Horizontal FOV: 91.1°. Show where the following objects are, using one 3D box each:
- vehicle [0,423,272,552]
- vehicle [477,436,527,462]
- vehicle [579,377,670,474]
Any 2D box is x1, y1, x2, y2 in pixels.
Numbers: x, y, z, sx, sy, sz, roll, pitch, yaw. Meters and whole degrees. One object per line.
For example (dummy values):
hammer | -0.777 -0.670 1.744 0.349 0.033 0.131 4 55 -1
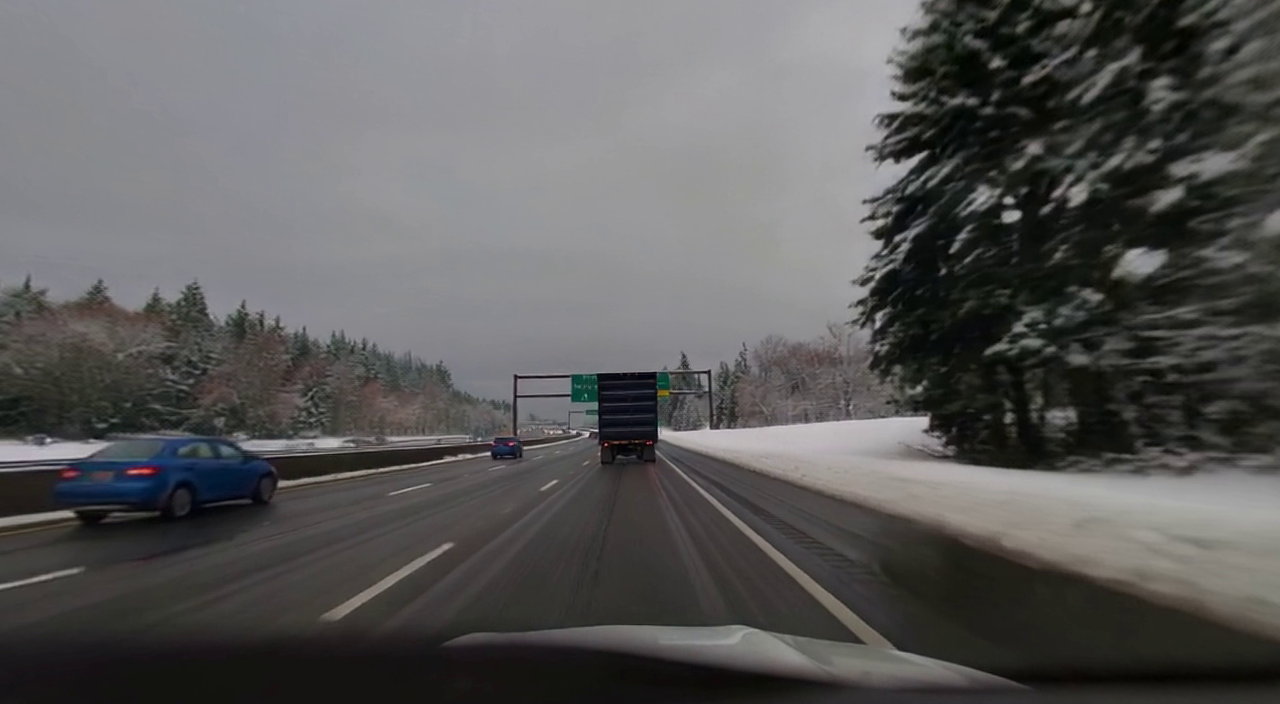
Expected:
vehicle | -7.428 1.817 9.176 1.856 1.479 3.710 0 -8 0
vehicle | -8.009 5.642 36.850 1.949 1.437 4.296 0 -8 0
vehicle | -0.668 3.476 28.712 3.033 3.223 14.836 1 -8 -1
